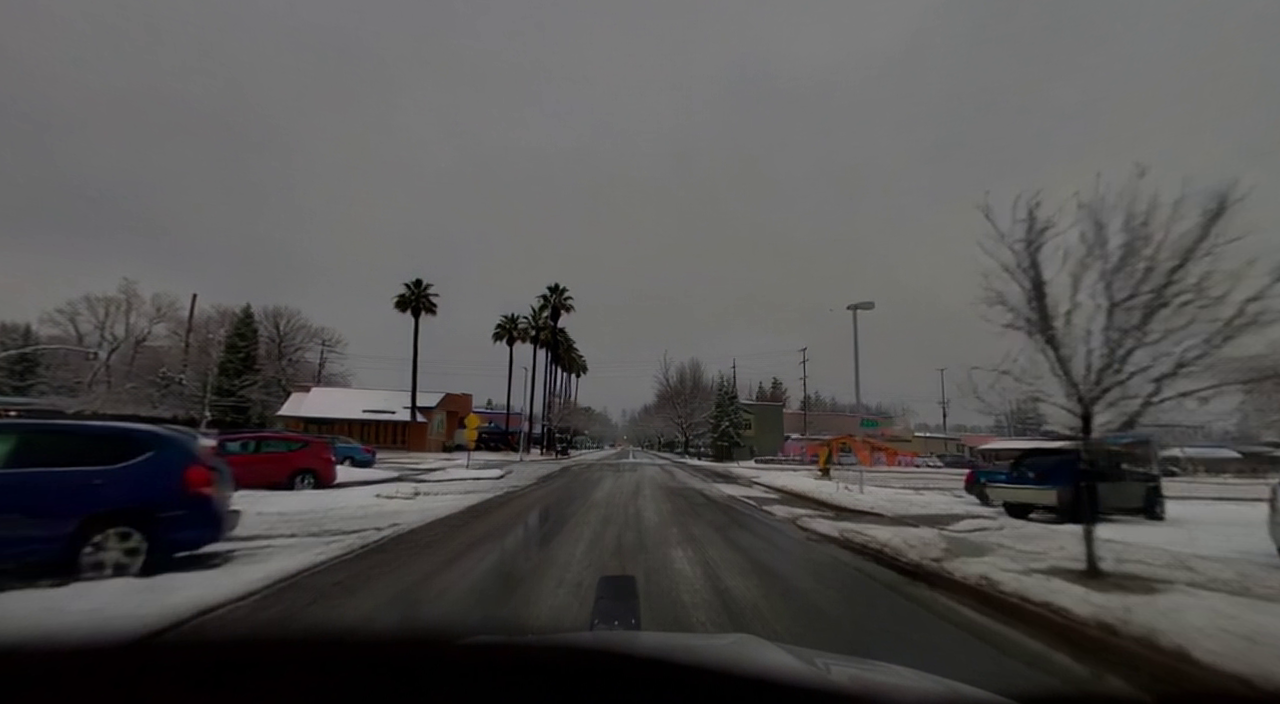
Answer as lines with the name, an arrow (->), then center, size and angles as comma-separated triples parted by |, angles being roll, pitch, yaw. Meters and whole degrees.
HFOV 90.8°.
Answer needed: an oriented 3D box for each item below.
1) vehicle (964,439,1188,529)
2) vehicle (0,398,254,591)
vehicle -> 9.470, 2.744, 13.679 | 4.651, 1.610, 2.157 | 6, -10, -31
vehicle -> -6.112, 1.191, 5.540 | 4.542, 1.483, 2.174 | 5, -10, -31
